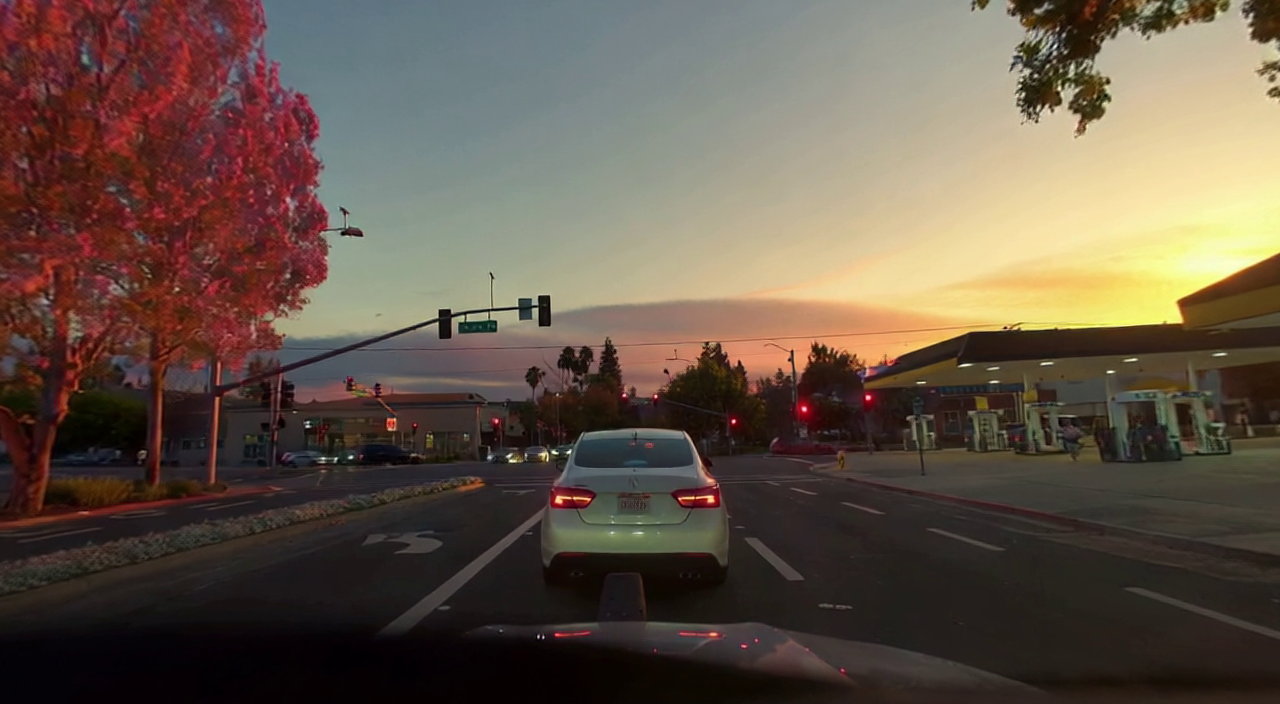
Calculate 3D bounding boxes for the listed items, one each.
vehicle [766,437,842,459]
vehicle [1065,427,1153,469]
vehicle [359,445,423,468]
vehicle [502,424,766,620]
[{"bbox_3d":[11.350,6.718,43.992,4.813,1.455,1.889,-1,-8,4],"label":"vehicle"},{"bbox_3d":[18.581,3.764,24.909,4.091,1.495,2.053,8,-12,-44],"label":"vehicle"},{"bbox_3d":[-18.219,7.651,46.184,3.975,1.563,1.755,-1,-8,5],"label":"vehicle"},{"bbox_3d":[-0.050,1.601,6.911,2.010,1.482,4.057,0,-8,0],"label":"vehicle"}]
